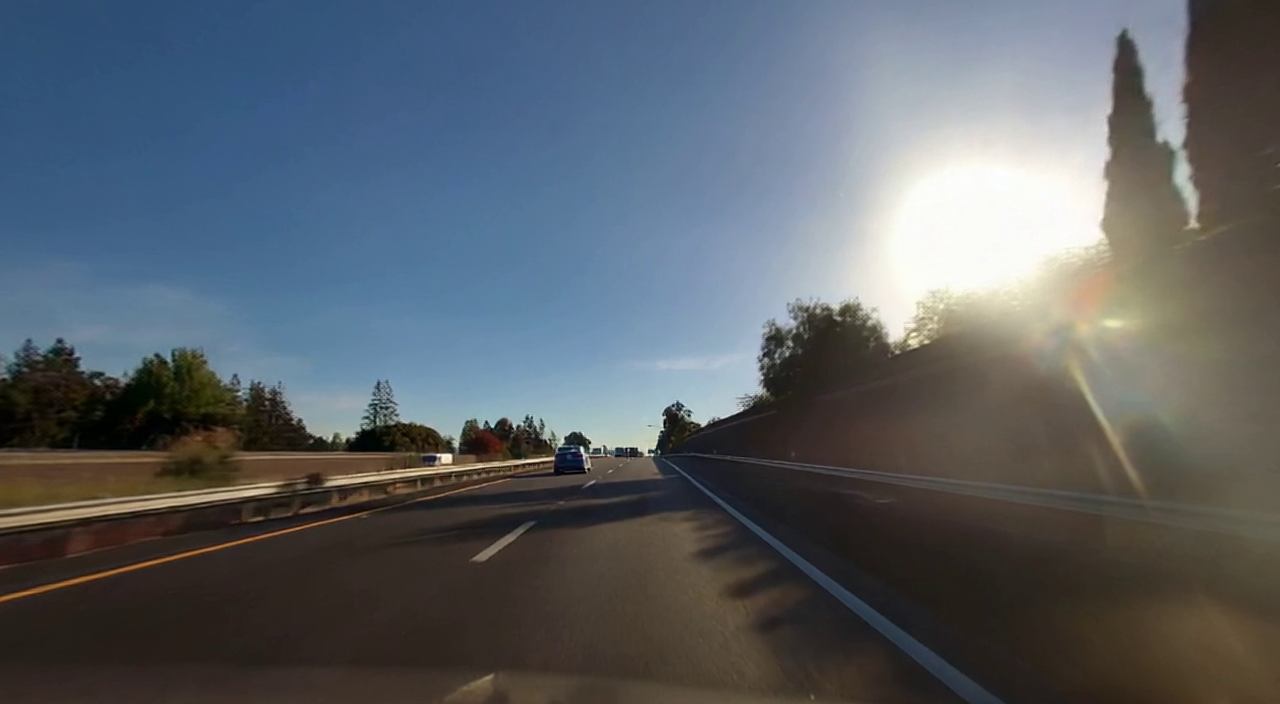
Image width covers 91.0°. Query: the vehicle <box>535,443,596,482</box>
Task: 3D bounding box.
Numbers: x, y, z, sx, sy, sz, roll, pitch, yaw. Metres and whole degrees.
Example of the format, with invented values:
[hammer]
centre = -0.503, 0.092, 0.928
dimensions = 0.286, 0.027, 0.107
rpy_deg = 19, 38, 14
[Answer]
[vehicle]
centre = -3.074, 4.639, 26.833
dimensions = 2.050, 1.530, 4.144
rpy_deg = 0, -8, 1
